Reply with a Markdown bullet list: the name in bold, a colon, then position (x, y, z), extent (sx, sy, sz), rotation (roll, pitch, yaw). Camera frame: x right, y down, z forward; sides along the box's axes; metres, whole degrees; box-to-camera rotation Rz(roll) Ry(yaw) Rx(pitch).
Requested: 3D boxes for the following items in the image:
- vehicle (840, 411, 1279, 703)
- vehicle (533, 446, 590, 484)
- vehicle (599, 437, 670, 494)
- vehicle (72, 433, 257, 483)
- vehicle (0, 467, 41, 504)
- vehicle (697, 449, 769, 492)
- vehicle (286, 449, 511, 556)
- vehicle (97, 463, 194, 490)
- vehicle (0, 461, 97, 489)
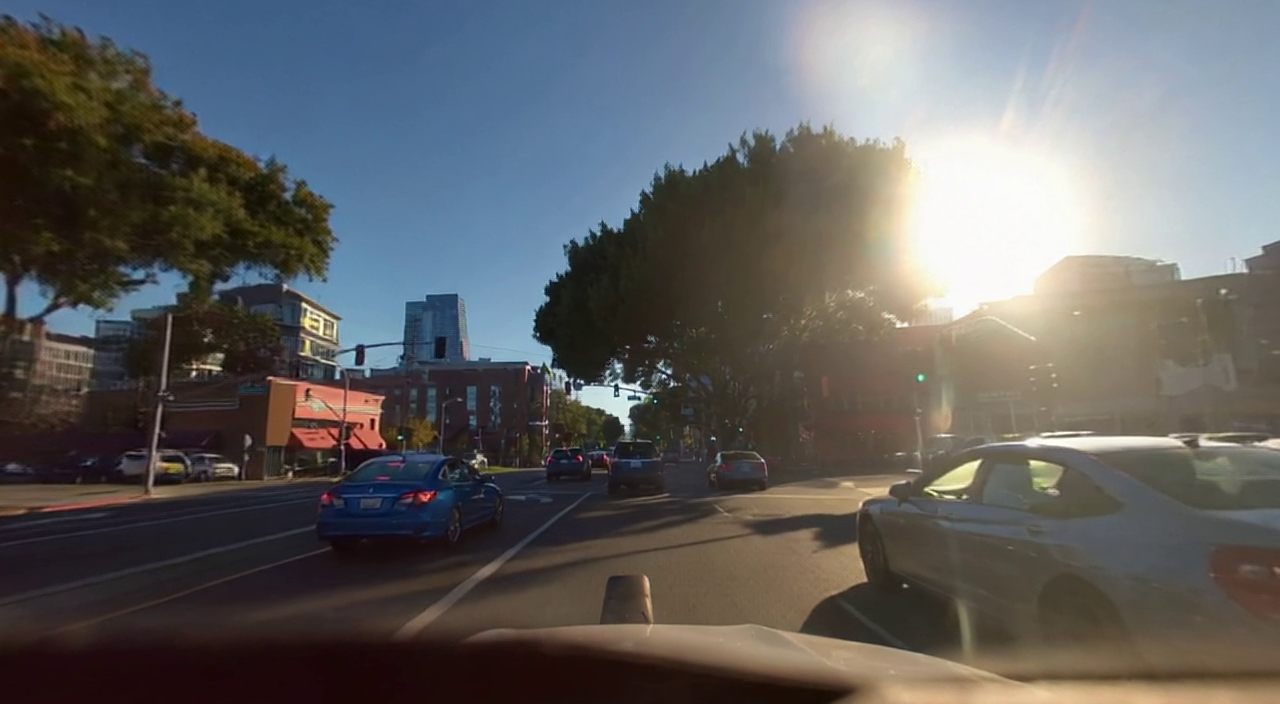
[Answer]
- **vehicle**: position (3.032, 1.234, 3.982), extent (2.052, 1.475, 4.540), rotation (0, -9, 0)
- **vehicle**: position (-3.584, 5.229, 29.561), extent (2.130, 1.645, 3.995), rotation (0, -9, 1)
- **vehicle**: position (-0.198, 4.124, 23.300), extent (2.361, 1.898, 4.465), rotation (0, -9, 0)
- **vehicle**: position (-34.935, 7.707, 46.384), extent (12.467, 3.385, 3.314), rotation (-2, -9, 13)
- **vehicle**: position (-29.212, 6.142, 29.232), extent (1.921, 1.452, 4.549), rotation (8, -12, -43)
- **vehicle**: position (3.471, 4.498, 24.333), extent (2.058, 1.472, 4.317), rotation (0, -9, -1)
- **vehicle**: position (-3.592, 2.294, 10.323), extent (2.115, 1.369, 3.908), rotation (0, -9, 0)
- **vehicle**: position (-29.944, 7.520, 38.211), extent (4.488, 1.445, 2.098), rotation (-2, -9, 12)
- **vehicle**: position (-37.183, 7.711, 39.622), extent (4.625, 1.618, 2.035), rotation (-2, -9, 12)
